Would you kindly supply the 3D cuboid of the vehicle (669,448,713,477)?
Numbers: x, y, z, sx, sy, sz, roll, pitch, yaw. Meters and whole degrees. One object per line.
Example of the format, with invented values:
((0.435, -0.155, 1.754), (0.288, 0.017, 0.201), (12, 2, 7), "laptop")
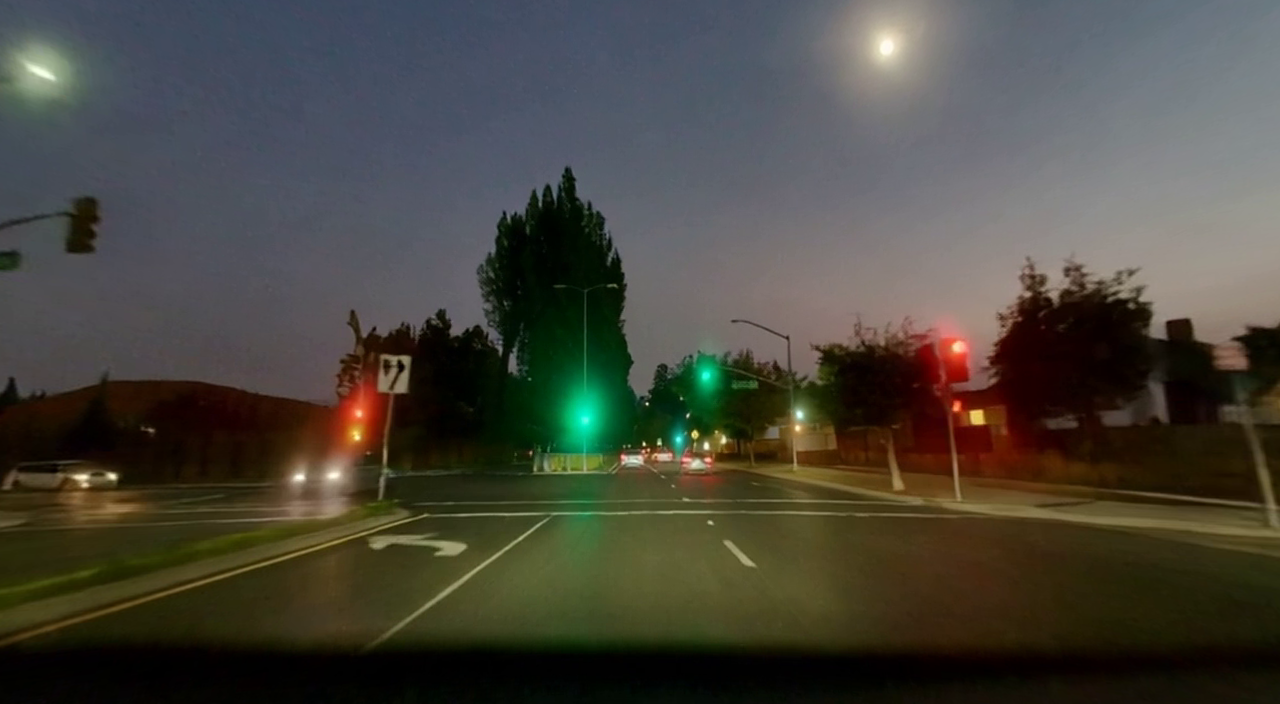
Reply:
((2.862, 6.296, 36.311), (2.057, 1.496, 4.401), (0, -8, -2), "vehicle")

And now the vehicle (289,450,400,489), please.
((-16.153, 6.405, 34.791), (2.188, 1.940, 5.008), (-6, -11, 36), "vehicle")

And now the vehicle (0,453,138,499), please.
((-25.172, 5.430, 27.655), (4.634, 1.840, 2.025), (-1, -10, 1), "vehicle")

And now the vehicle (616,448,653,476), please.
((-0.327, 6.407, 36.985), (2.018, 1.511, 3.993), (0, -8, -1), "vehicle")
